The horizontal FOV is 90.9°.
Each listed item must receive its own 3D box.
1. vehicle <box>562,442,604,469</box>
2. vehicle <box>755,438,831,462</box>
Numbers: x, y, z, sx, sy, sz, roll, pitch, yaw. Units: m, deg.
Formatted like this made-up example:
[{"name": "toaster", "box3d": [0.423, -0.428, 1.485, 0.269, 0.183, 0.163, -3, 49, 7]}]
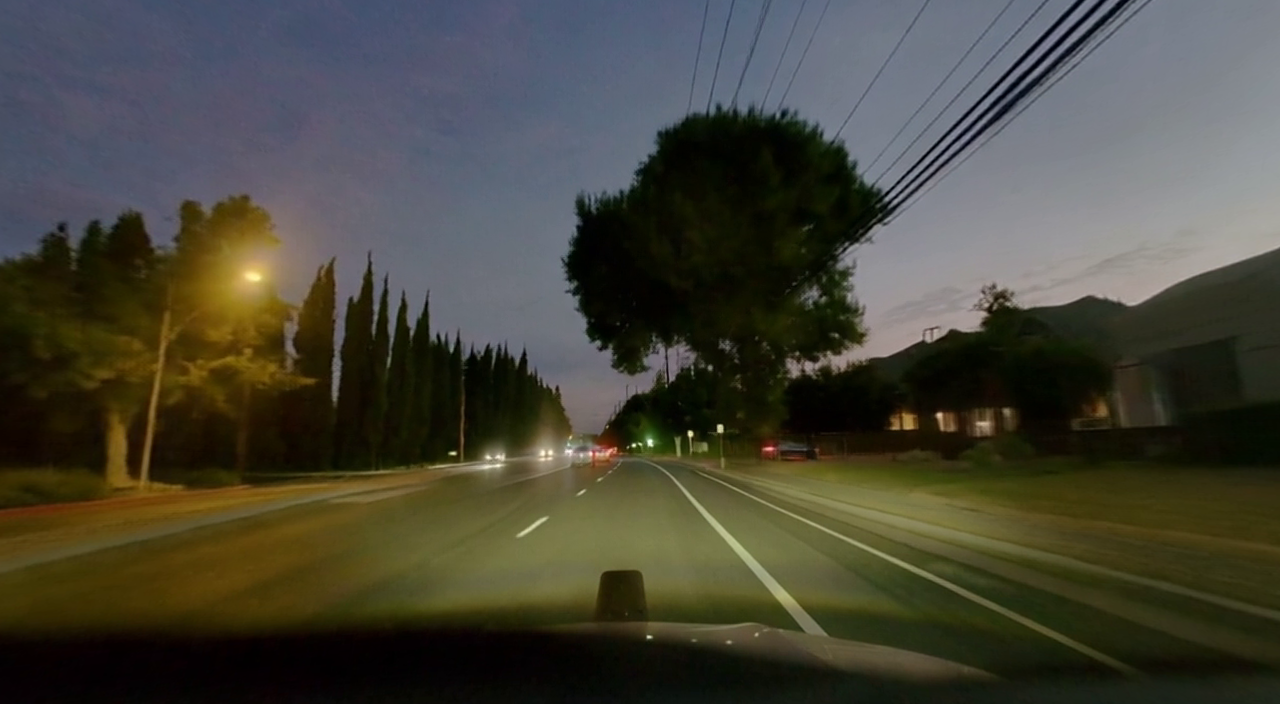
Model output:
[{"name": "vehicle", "box3d": [-3.359, 6.203, 37.979, 2.084, 1.466, 4.522, 0, -9, 1]}, {"name": "vehicle", "box3d": [11.221, 7.191, 46.342, 4.904, 1.735, 2.270, 3, -9, -20]}]
